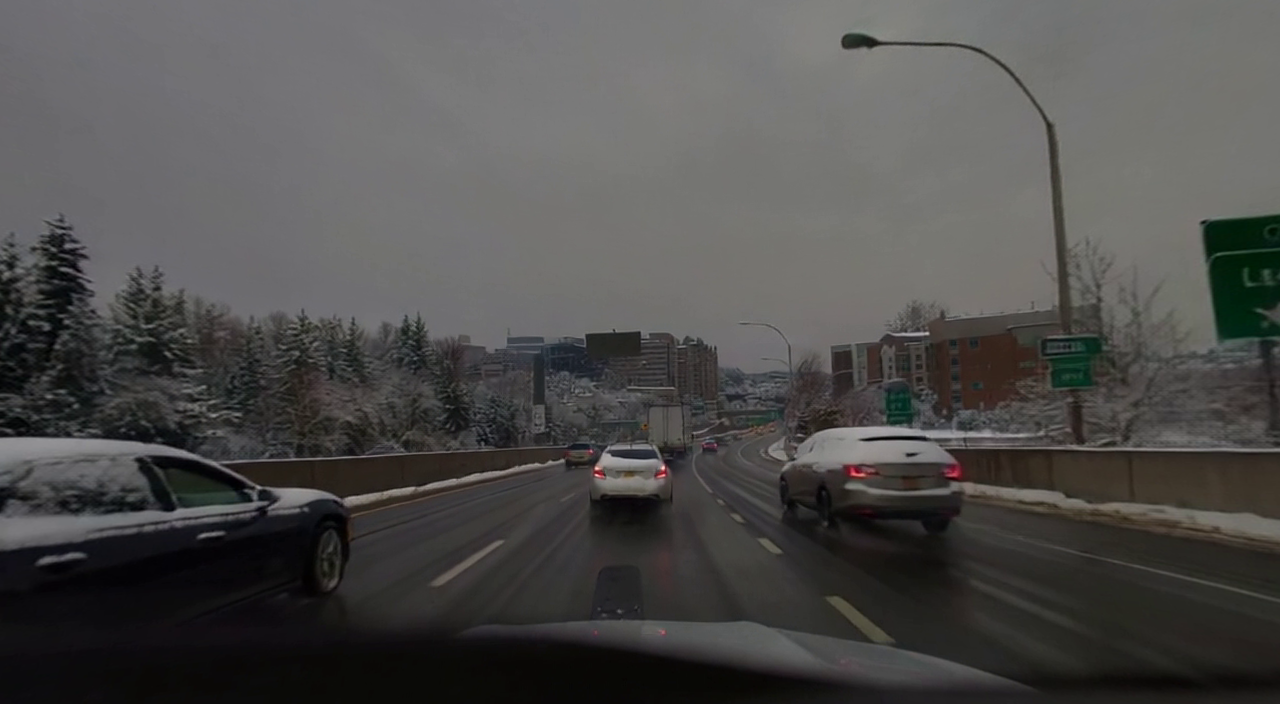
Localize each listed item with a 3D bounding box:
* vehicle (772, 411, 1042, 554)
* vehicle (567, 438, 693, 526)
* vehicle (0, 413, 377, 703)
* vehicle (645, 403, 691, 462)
[{"bbox_3d":[3.647,1.901,9.844,2.166,1.666,4.618,0,-9,0],"label":"vehicle"},{"bbox_3d":[-0.145,2.520,12.785,2.136,1.470,3.971,-1,-9,1],"label":"vehicle"},{"bbox_3d":[-3.731,1.163,3.676,2.130,1.474,5.027,-1,-9,1],"label":"vehicle"},{"bbox_3d":[2.379,6.486,49.963,2.990,4.072,10.706,-1,-9,5],"label":"vehicle"}]
